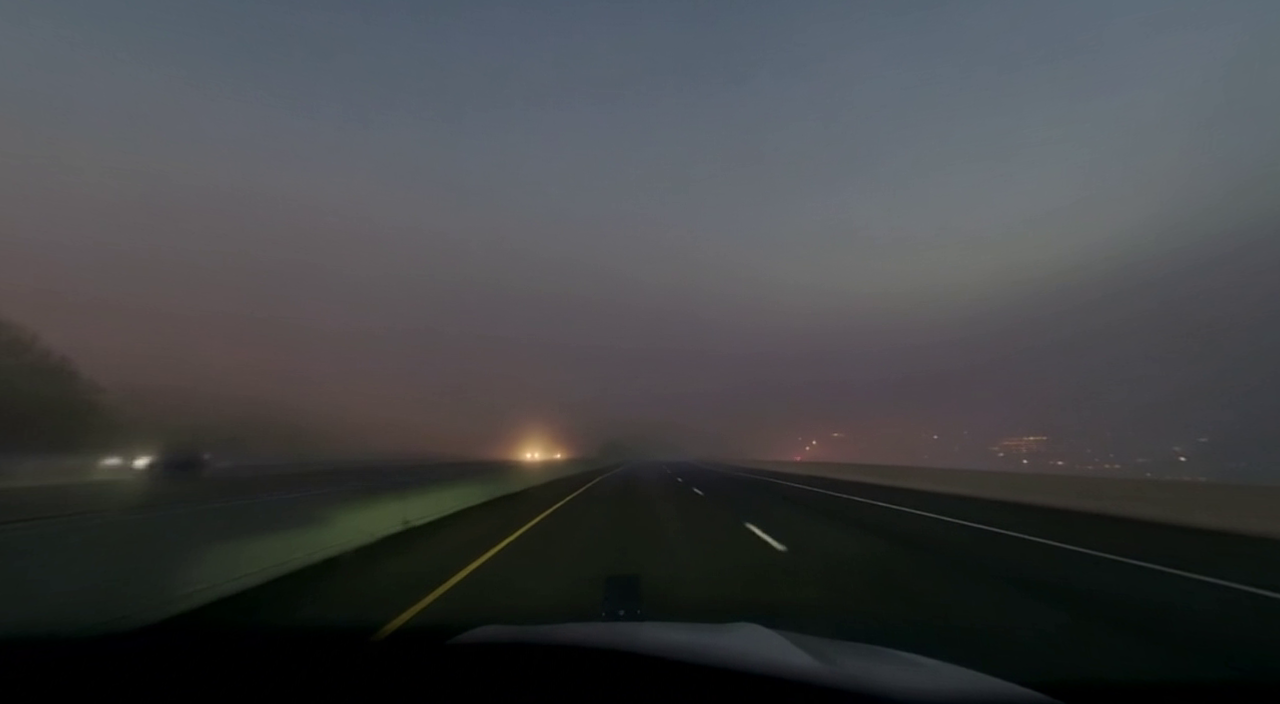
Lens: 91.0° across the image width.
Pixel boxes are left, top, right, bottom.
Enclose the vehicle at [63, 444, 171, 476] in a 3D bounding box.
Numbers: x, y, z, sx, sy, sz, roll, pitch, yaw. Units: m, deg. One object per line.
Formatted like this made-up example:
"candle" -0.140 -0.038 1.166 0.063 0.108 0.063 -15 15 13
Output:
"vehicle" -27.468 5.659 33.273 1.776 1.507 4.684 0 -8 -2
